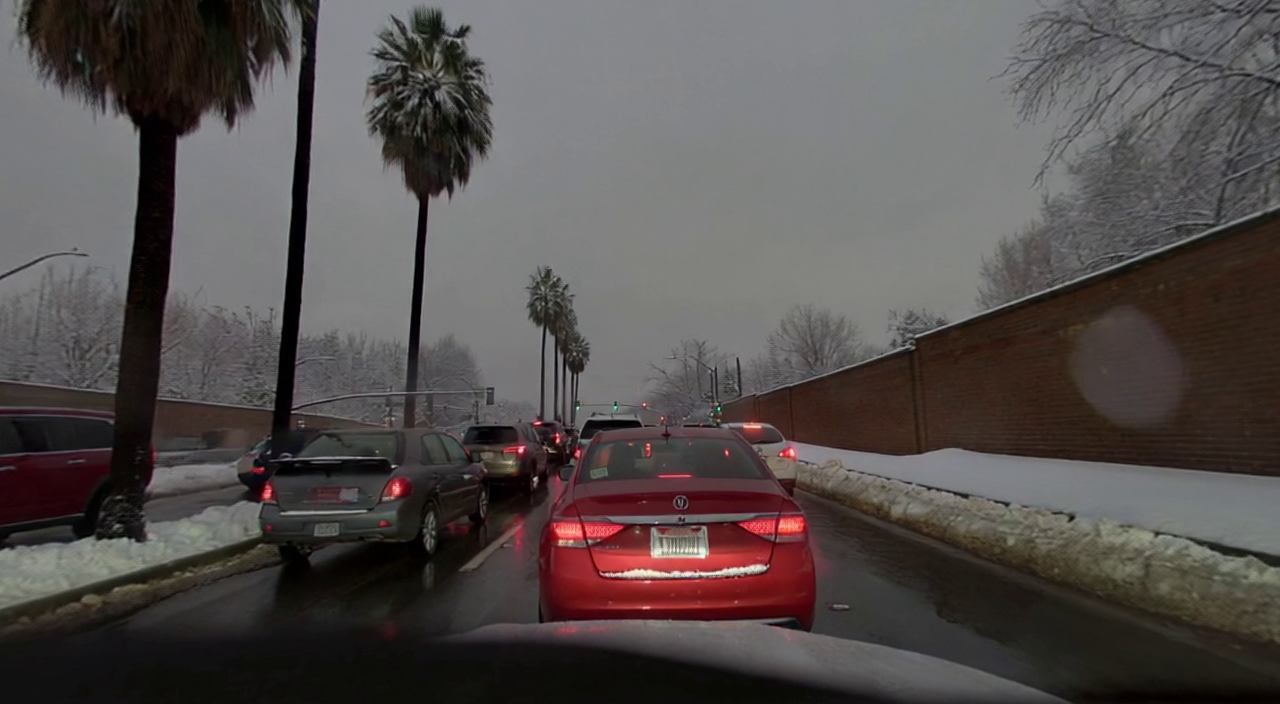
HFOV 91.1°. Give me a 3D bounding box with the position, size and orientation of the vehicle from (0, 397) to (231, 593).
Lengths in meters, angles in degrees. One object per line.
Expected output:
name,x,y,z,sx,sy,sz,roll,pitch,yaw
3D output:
vehicle,-6.672,1.391,6.396,1.963,1.721,4.662,0,-8,-2

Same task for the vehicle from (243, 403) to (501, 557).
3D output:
vehicle,-3.518,1.769,9.299,2.055,1.746,4.136,0,-8,-1

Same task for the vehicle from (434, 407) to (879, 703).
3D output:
vehicle,0.040,1.327,5.212,2.128,1.473,4.272,0,-8,-1
